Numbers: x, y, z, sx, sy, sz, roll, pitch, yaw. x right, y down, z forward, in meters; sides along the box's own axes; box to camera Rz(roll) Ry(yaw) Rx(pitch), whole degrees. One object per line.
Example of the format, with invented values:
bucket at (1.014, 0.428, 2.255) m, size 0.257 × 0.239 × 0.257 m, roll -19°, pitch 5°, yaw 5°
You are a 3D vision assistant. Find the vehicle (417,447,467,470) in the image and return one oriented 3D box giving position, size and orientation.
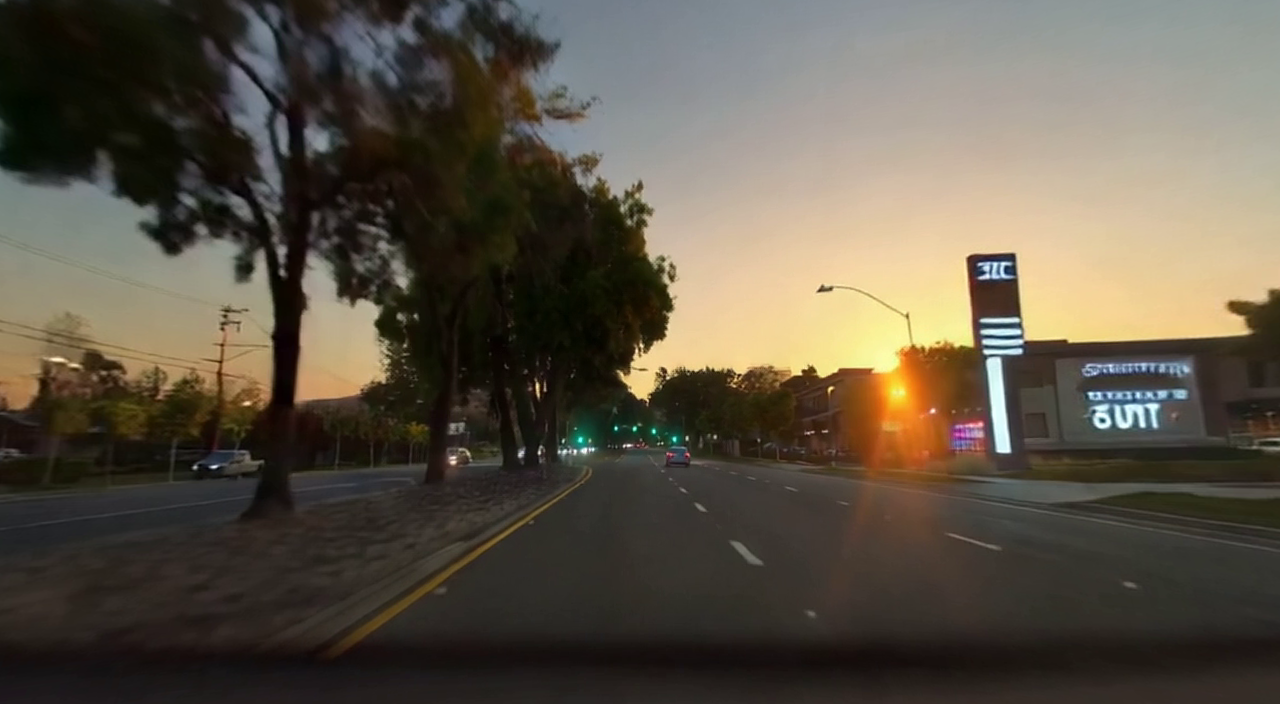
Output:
vehicle at (-13.482, 7.266, 43.153) m, size 1.902 × 1.481 × 4.518 m, roll 0°, pitch -8°, yaw 0°

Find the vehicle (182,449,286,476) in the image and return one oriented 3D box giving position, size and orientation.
vehicle at (-29.827, 8.111, 46.378) m, size 6.013 × 1.767 × 2.250 m, roll 0°, pitch -8°, yaw -3°

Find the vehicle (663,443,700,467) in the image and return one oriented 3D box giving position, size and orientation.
vehicle at (2.702, 6.895, 42.262) m, size 2.015 × 1.479 × 4.444 m, roll 0°, pitch -8°, yaw -2°
